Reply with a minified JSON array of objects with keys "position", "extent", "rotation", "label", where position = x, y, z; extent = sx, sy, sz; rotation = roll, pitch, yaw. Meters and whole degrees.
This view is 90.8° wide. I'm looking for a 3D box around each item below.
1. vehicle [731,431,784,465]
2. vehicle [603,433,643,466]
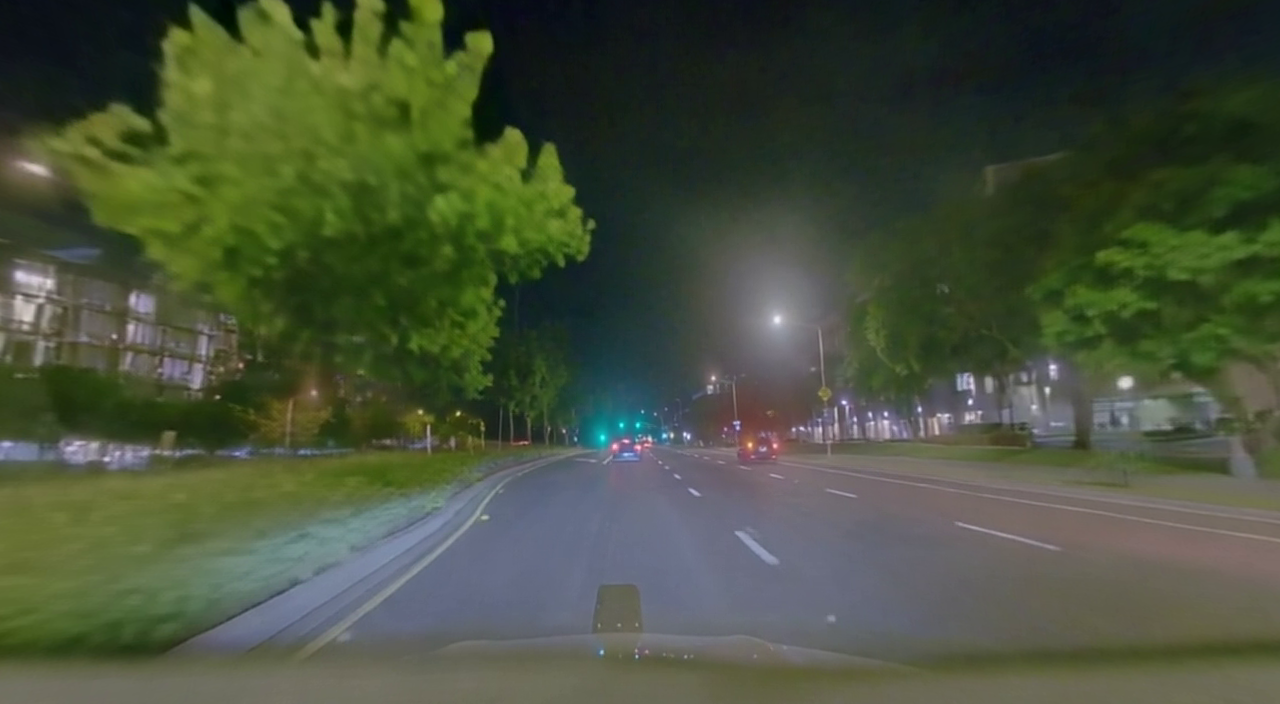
[{"position":[6.542,5.402,35.682],"extent":[2.026,1.804,4.565],"rotation":[0,-8,-1],"label":"vehicle"},{"position":[-0.990,5.675,36.976],"extent":[2.193,1.794,4.457],"rotation":[0,-8,-1],"label":"vehicle"}]
